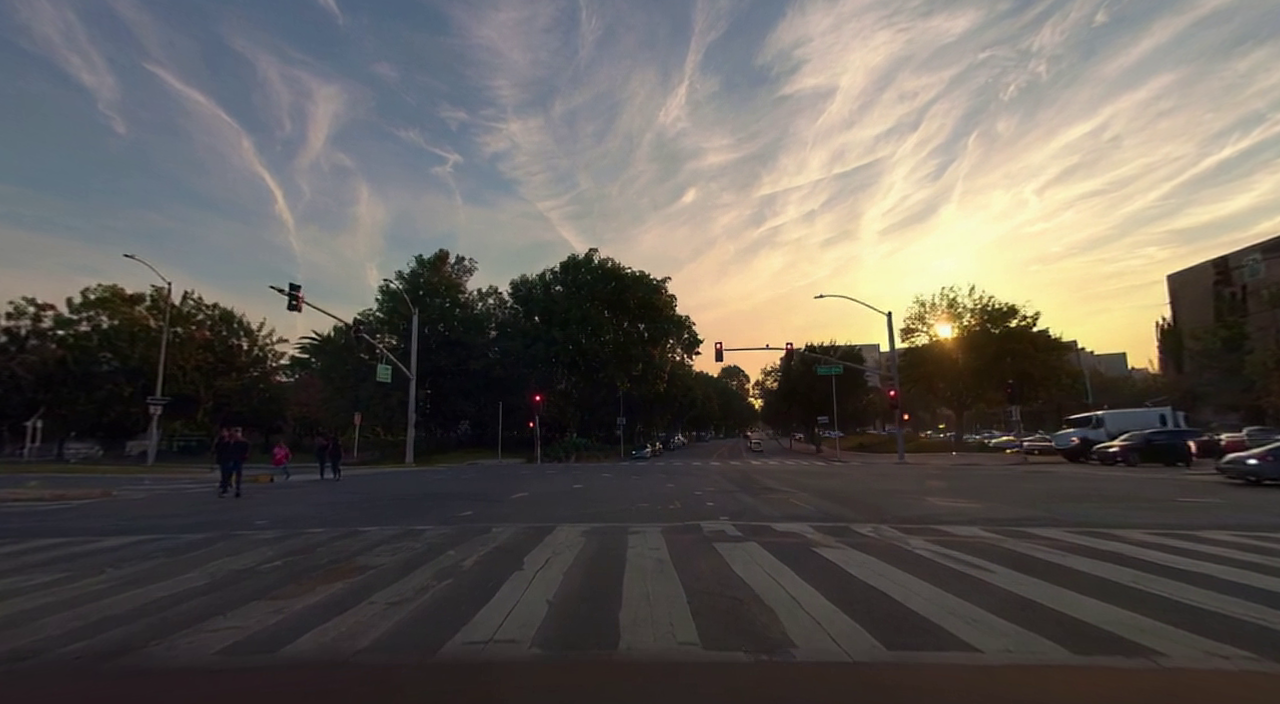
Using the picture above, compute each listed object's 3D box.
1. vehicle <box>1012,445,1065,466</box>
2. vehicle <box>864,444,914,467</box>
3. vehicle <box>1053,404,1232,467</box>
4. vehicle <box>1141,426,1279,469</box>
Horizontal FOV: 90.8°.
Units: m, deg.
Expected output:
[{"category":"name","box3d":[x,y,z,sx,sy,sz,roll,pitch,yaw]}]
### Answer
[{"category":"vehicle","box3d":[27.681,7.195,44.003,1.589,1.405,3.633,-1,-9,6]},{"category":"vehicle","box3d":[17.515,7.274,44.593,1.789,1.557,4.293,0,-9,1]},{"category":"vehicle","box3d":[22.967,3.883,29.168,5.855,2.746,2.523,-1,-9,4]},{"category":"vehicle","box3d":[21.341,3.437,22.797,4.740,1.464,1.876,-1,-9,3]}]
